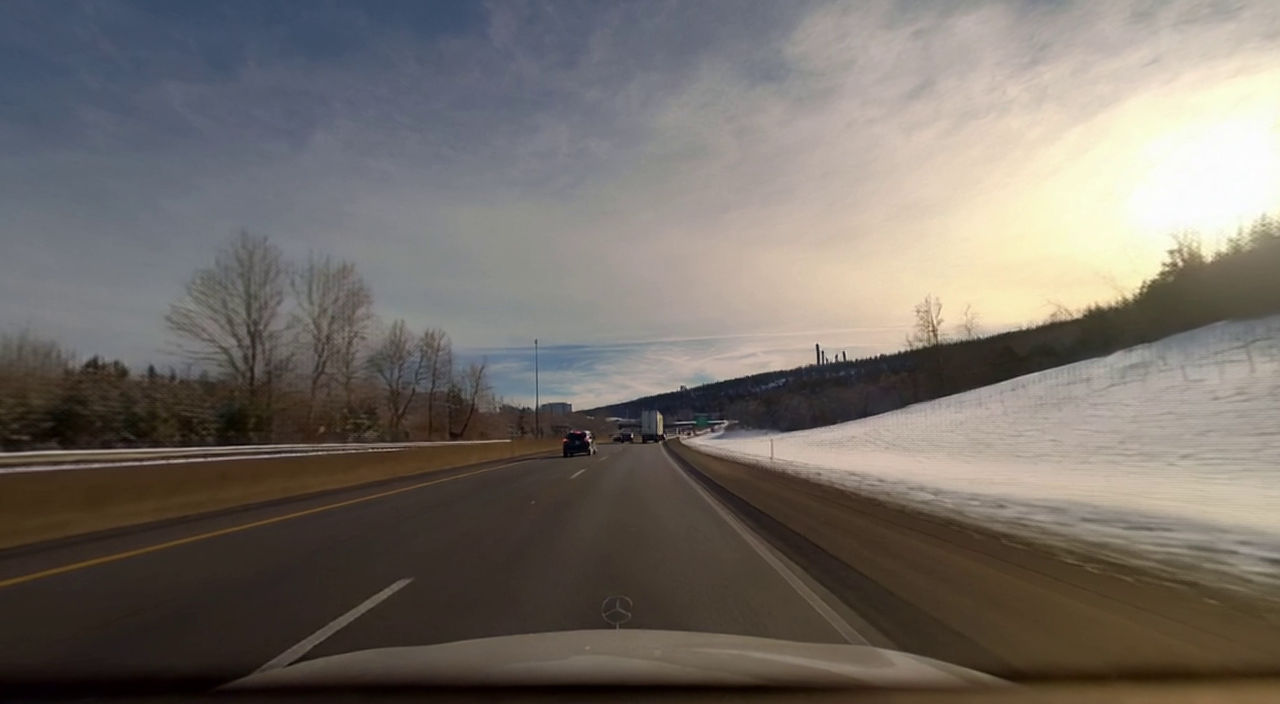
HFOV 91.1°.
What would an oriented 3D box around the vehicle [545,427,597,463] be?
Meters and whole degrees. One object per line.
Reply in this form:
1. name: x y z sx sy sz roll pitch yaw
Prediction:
1. vehicle: -3.329 4.586 31.185 2.018 1.678 4.312 0 -8 1
